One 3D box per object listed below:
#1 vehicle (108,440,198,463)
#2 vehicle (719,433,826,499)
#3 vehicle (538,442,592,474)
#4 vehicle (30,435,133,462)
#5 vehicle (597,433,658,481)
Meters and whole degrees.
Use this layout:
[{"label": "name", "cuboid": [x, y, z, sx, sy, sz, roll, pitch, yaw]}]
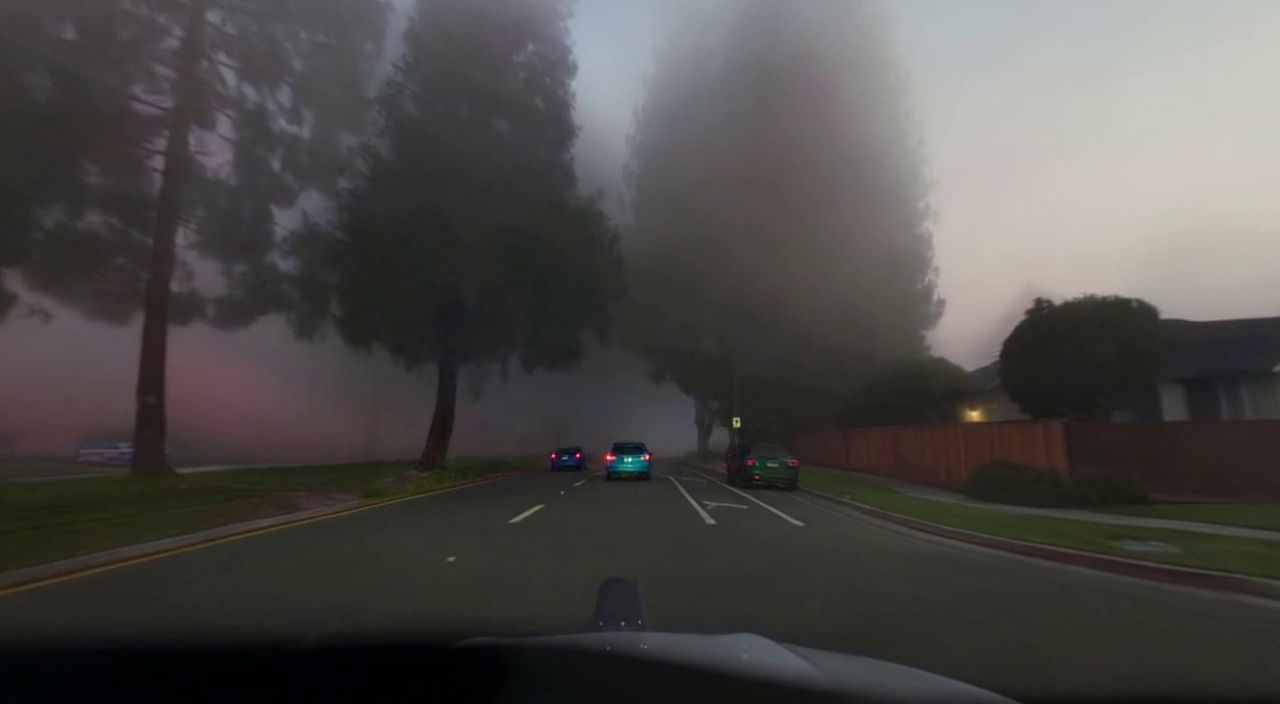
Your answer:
[{"label": "vehicle", "cuboid": [-32.307, 6.621, 41.725, 4.497, 1.418, 1.783, 1, -9, 2]}, {"label": "vehicle", "cuboid": [3.927, 3.464, 19.492, 2.332, 1.769, 4.518, 0, -8, 0]}, {"label": "vehicle", "cuboid": [-3.570, 5.128, 30.654, 2.032, 1.433, 4.458, 0, -8, 1]}, {"label": "vehicle", "cuboid": [-33.482, 5.791, 37.735, 4.271, 1.581, 1.919, 0, -8, -1]}, {"label": "vehicle", "cuboid": [-0.477, 4.177, 25.145, 2.220, 1.742, 4.047, 0, -8, 0]}]
